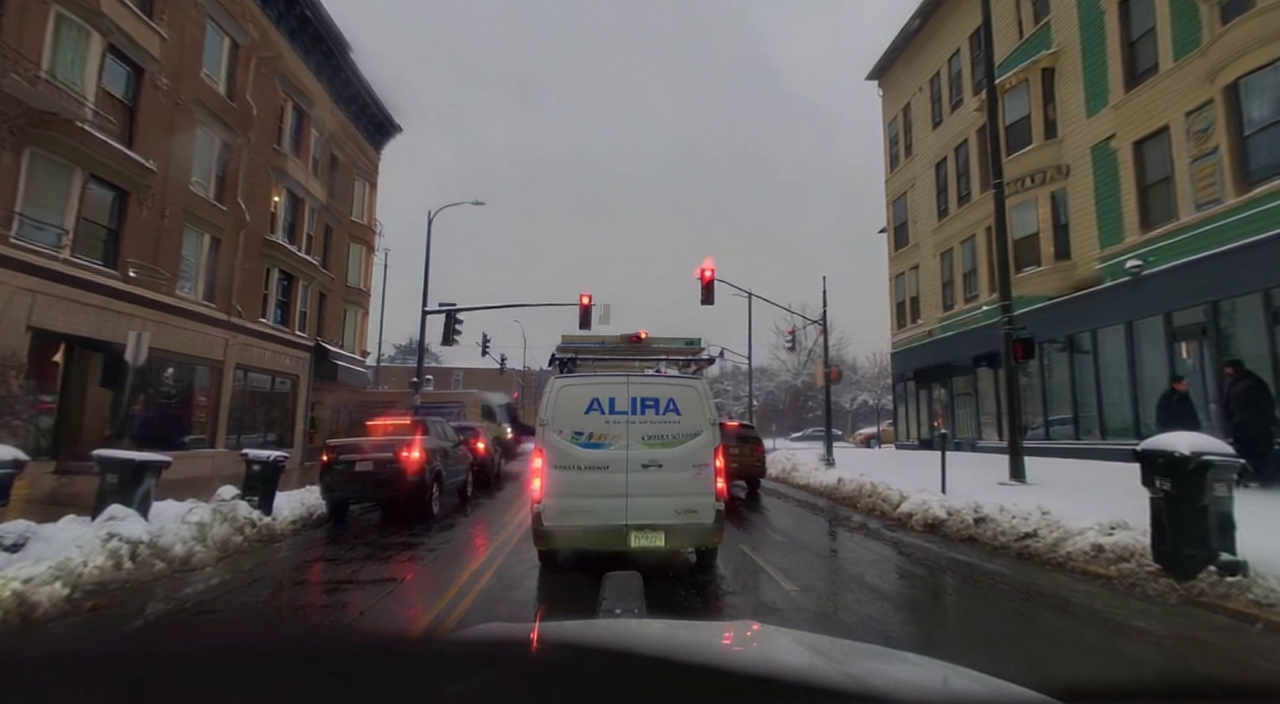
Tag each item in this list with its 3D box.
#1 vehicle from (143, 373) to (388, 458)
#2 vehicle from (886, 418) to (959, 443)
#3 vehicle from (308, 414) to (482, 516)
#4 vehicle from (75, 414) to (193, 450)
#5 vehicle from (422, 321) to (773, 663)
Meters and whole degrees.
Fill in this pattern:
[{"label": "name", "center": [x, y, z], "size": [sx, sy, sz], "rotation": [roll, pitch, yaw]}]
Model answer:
[{"label": "vehicle", "center": [-15.110, 2.685, 26.157], "size": [8.088, 3.213, 2.801], "rotation": [1, -8, -11]}, {"label": "vehicle", "center": [16.002, 4.456, 35.723], "size": [3.381, 1.391, 1.529], "rotation": [1, -8, -9]}, {"label": "vehicle", "center": [-3.970, 1.861, 10.870], "size": [1.841, 1.461, 3.426], "rotation": [1, -8, -5]}, {"label": "vehicle", "center": [-22.938, 3.662, 28.673], "size": [3.713, 1.571, 1.751], "rotation": [1, -8, -7]}, {"label": "vehicle", "center": [-0.342, 1.051, 5.746], "size": [1.951, 1.907, 4.266], "rotation": [0, -8, -3]}]
